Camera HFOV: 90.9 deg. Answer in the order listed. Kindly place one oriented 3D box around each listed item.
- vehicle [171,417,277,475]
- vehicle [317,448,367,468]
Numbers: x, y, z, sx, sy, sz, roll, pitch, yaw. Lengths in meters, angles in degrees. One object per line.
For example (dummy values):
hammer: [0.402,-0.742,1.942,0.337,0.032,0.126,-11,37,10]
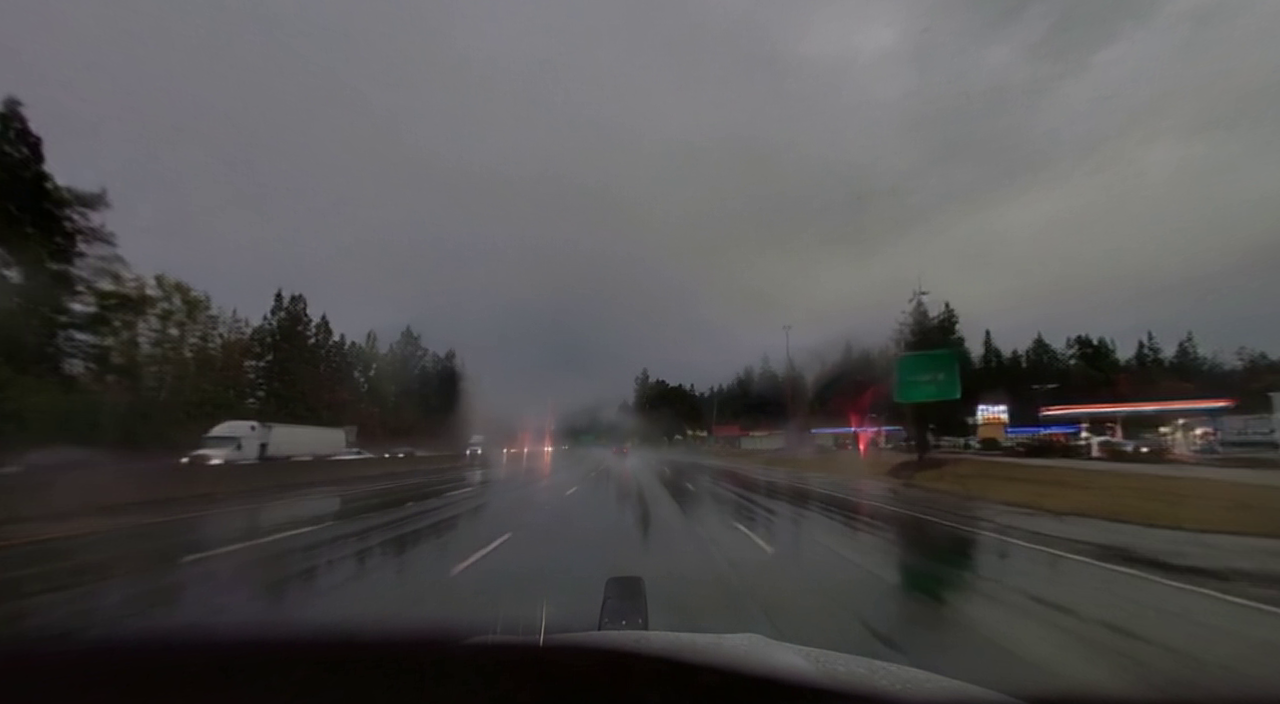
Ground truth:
vehicle: [-30.275,6.882,46.343,3.007,3.915,7.091,0,-8,-2]
vehicle: [-23.523,8.339,49.928,2.024,1.476,4.199,0,-8,-2]
